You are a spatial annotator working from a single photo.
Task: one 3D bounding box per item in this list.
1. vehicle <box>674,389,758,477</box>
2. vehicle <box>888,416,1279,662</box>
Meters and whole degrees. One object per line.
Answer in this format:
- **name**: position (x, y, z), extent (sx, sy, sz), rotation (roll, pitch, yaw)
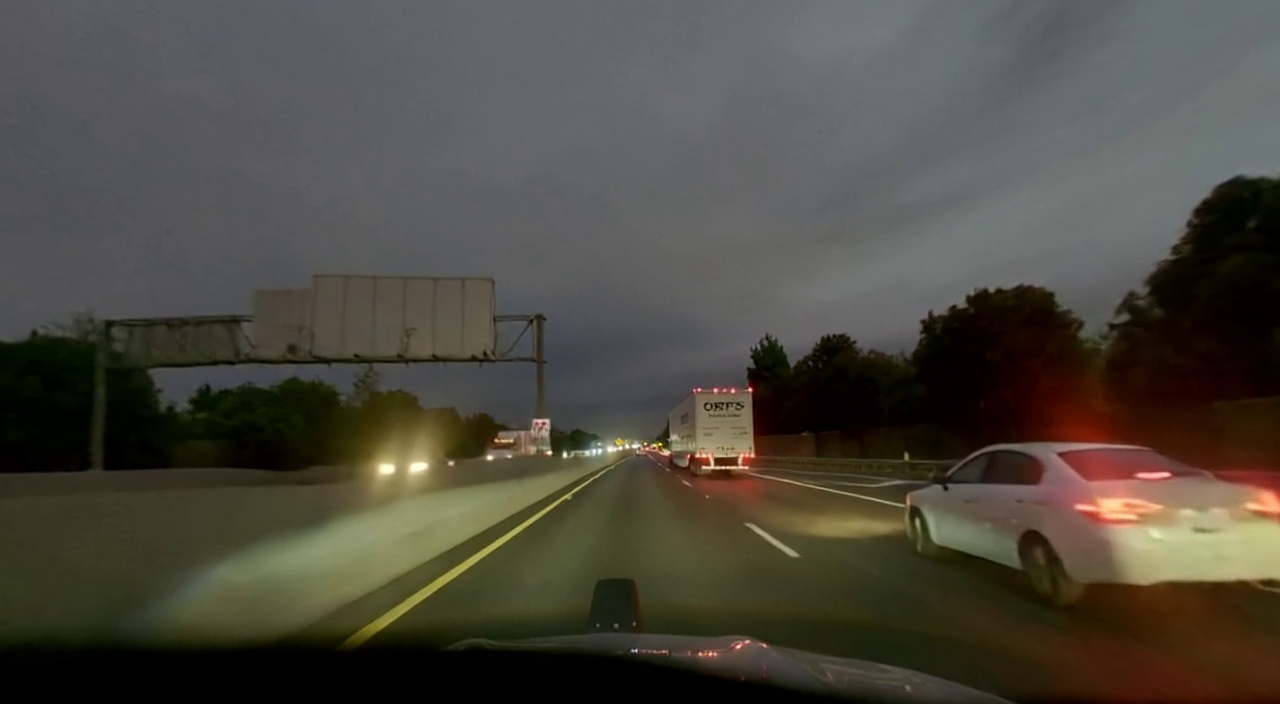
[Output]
- **vehicle**: position (3.926, 4.878, 36.360), extent (2.926, 4.060, 14.068), rotation (0, -9, -1)
- **vehicle**: position (4.191, 1.460, 5.954), extent (1.917, 1.471, 4.149), rotation (0, -9, -1)
